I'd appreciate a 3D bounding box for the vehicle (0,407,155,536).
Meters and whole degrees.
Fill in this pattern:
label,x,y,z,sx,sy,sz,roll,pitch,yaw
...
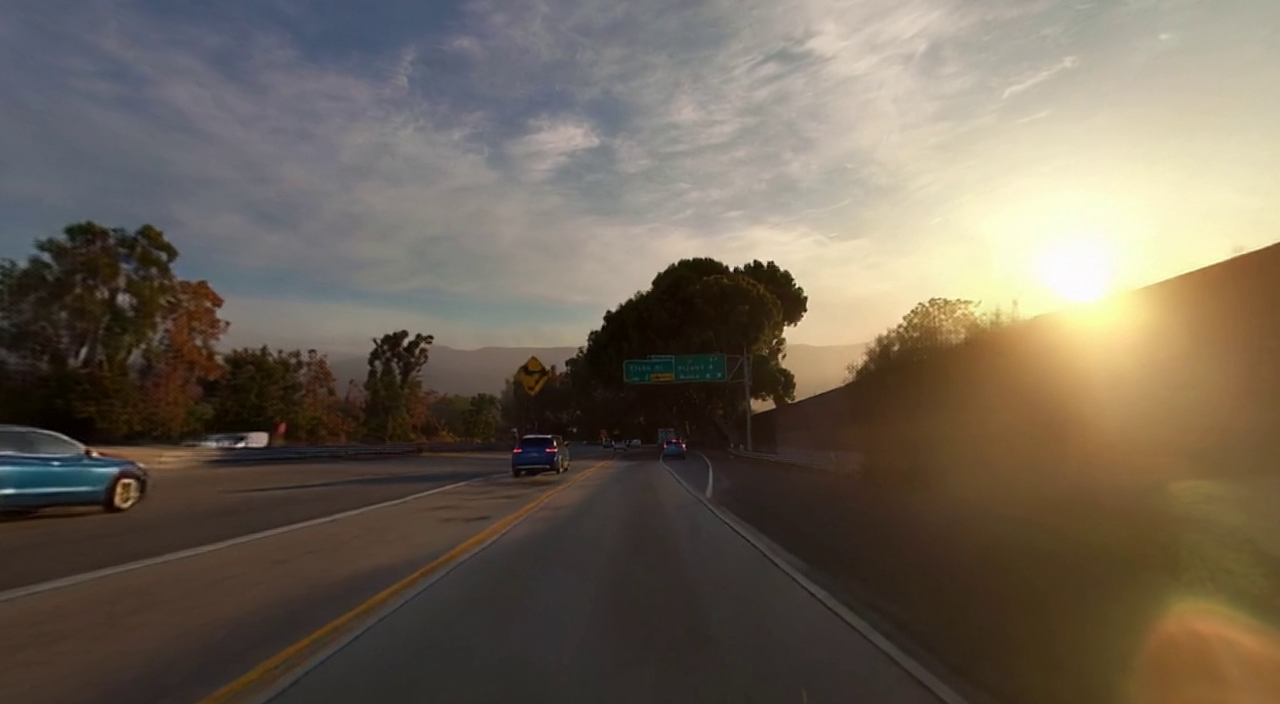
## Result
label,x,y,z,sx,sy,sz,roll,pitch,yaw
vehicle,-9.146,1.539,8.108,2.025,1.618,4.683,0,-9,0

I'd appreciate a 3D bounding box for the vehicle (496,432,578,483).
label,x,y,z,sx,sy,sz,roll,pitch,yaw
vehicle,-3.671,3.884,23.453,2.151,1.707,4.759,0,-9,1
